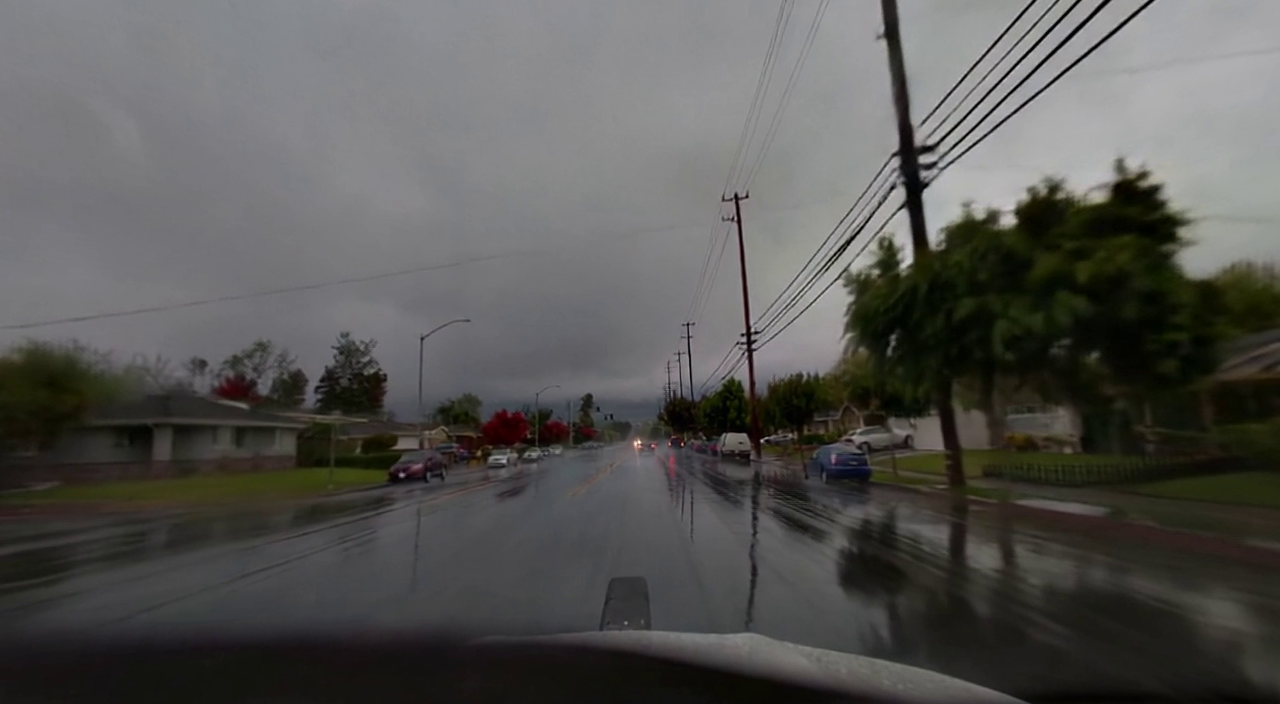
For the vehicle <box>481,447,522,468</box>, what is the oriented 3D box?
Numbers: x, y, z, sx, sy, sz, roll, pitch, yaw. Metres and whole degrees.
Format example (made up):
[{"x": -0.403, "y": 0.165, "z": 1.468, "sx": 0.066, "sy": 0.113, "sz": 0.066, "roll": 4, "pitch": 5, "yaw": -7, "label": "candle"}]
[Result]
[{"x": -10.171, "y": 7.783, "z": 46.675, "sx": 1.896, "sy": 1.495, "sz": 4.425, "roll": -1, "pitch": -8, "yaw": 2, "label": "vehicle"}]

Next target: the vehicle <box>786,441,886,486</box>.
[{"x": 6.896, "y": 3.964, "z": 22.780, "sx": 2.070, "sy": 1.428, "sz": 4.636, "roll": 0, "pitch": -8, "yaw": -1, "label": "vehicle"}]

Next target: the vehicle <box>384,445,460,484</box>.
[{"x": -10.221, "y": 5.284, "z": 29.950, "sx": 1.965, "sy": 1.675, "sz": 4.577, "roll": 0, "pitch": -8, "yaw": 0, "label": "vehicle"}]

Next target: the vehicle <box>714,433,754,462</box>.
[{"x": 7.181, "y": 7.351, "z": 48.720, "sx": 2.274, "sy": 2.090, "sz": 5.465, "roll": 0, "pitch": -8, "yaw": 0, "label": "vehicle"}]

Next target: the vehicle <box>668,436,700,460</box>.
[{"x": 3.406, "y": 7.555, "z": 49.711, "sx": 2.070, "sy": 1.765, "sz": 4.731, "roll": 0, "pitch": -8, "yaw": -1, "label": "vehicle"}]

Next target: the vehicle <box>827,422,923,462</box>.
[{"x": 13.233, "y": 5.102, "z": 35.740, "sx": 4.496, "sy": 1.773, "sz": 1.972, "roll": -5, "pitch": -8, "yaw": 0, "label": "vehicle"}]
